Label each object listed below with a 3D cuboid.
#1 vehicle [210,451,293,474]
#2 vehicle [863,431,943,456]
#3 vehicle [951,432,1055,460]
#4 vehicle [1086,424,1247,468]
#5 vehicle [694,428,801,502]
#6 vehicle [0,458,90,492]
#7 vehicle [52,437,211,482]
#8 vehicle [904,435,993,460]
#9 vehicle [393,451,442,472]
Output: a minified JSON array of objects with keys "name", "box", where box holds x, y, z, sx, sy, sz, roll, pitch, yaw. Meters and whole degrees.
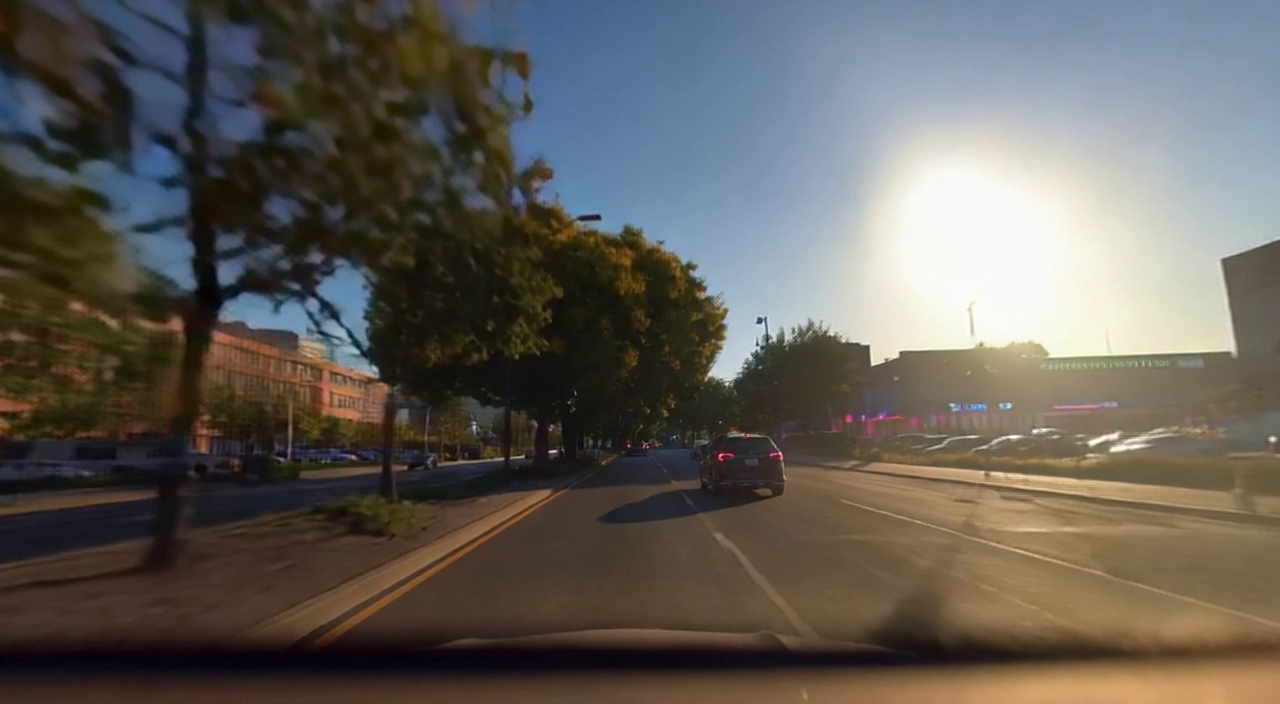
[{"name":"vehicle","box":[-29.877,8.499,48.718,4.941,1.444,2.122,-2,-9,-3]},{"name":"vehicle","box":[19.602,6.834,47.263,4.975,1.786,2.223,-1,-9,3]},{"name":"vehicle","box":[19.858,5.161,34.708,4.518,1.501,1.902,0,-8,0]},{"name":"vehicle","box":[19.793,3.562,23.917,4.227,1.567,2.034,0,-9,1]},{"name":"vehicle","box":[2.648,2.920,16.657,1.963,1.677,4.229,0,-9,-1]},{"name":"vehicle","box":[-29.040,5.756,29.683,4.583,1.531,1.845,0,-9,0]},{"name":"vehicle","box":[-30.474,6.430,38.102,6.938,2.556,2.792,0,-9,-3]},{"name":"vehicle","box":[19.075,5.938,39.200,4.418,1.461,2.002,0,-9,-3]},{"name":"vehicle","box":[-16.505,8.147,47.122,1.955,1.428,4.606,0,-9,0]}]
